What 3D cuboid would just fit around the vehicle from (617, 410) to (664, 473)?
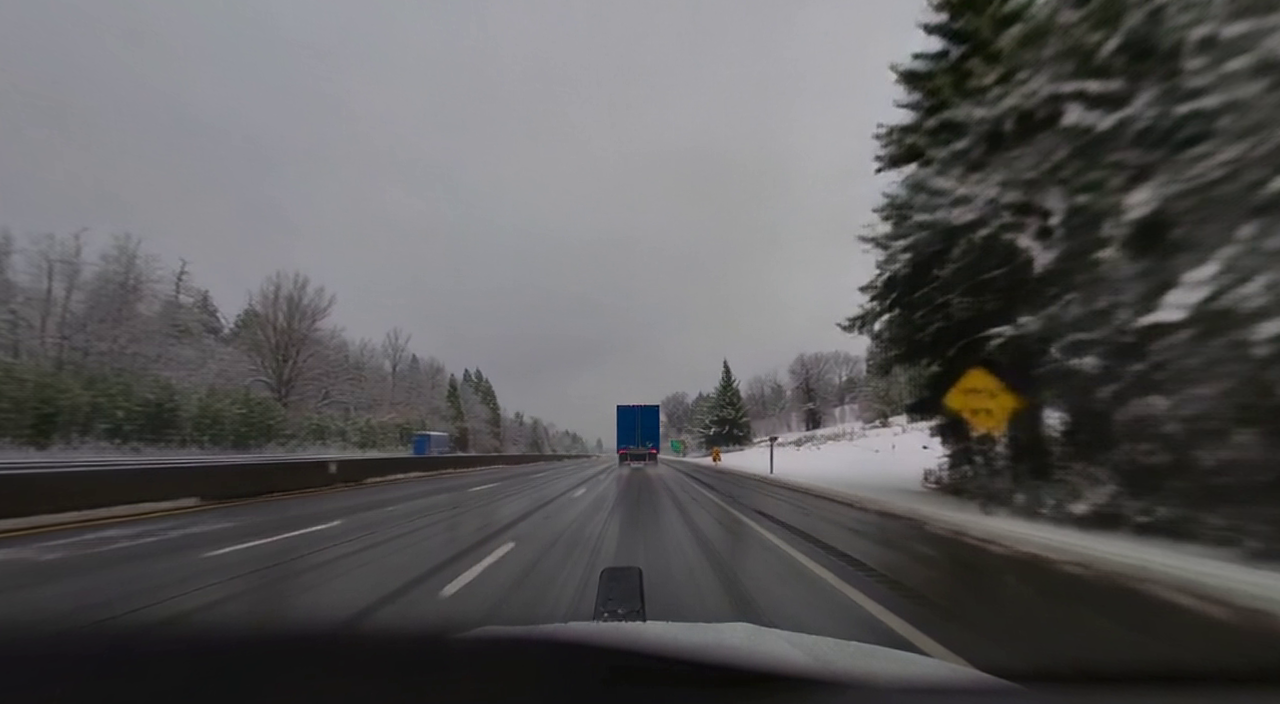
[{"bbox_3d":[-0.017,6.468,45.120,2.982,3.947,11.075,0,-9,0],"label":"vehicle"}]
